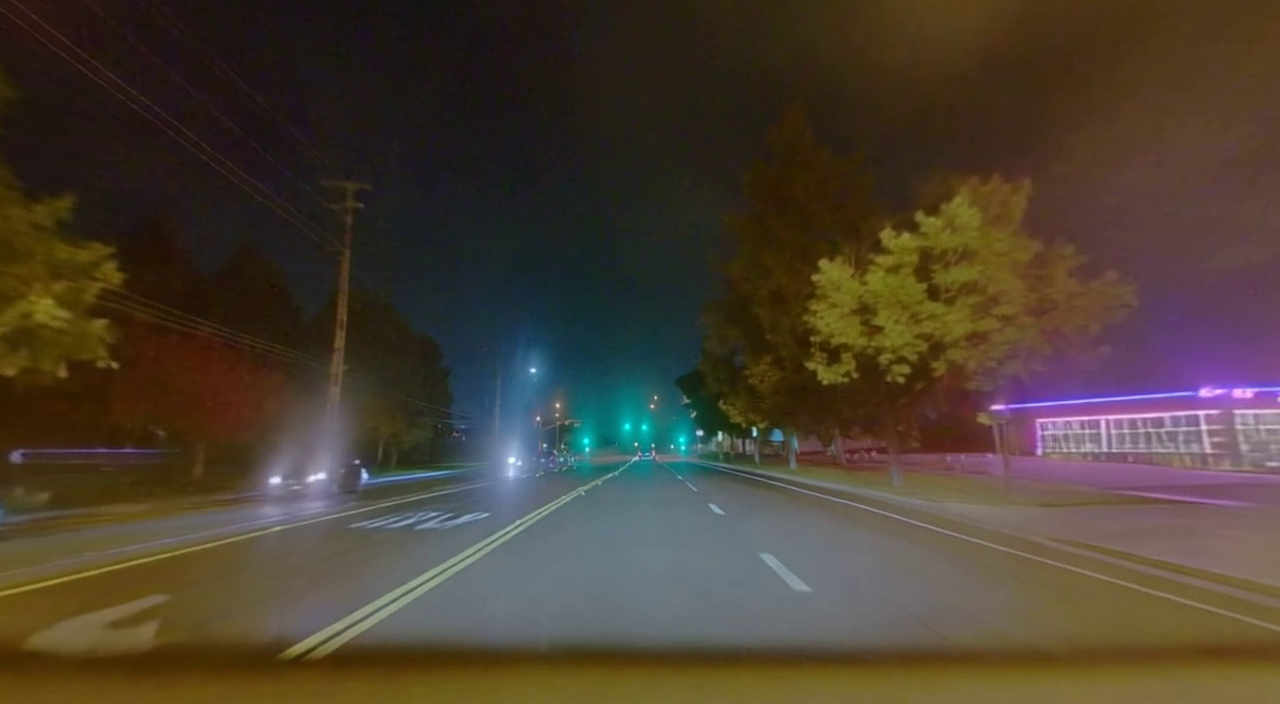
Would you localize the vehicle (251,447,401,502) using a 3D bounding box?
[{"bbox_3d":[-9.832,3.841,20.343,2.084,1.517,5.096,0,-8,2],"label":"vehicle"}]

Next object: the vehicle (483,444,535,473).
[{"bbox_3d":[-8.329,6.807,40.581,2.250,1.747,4.492,0,-8,2],"label":"vehicle"}]
